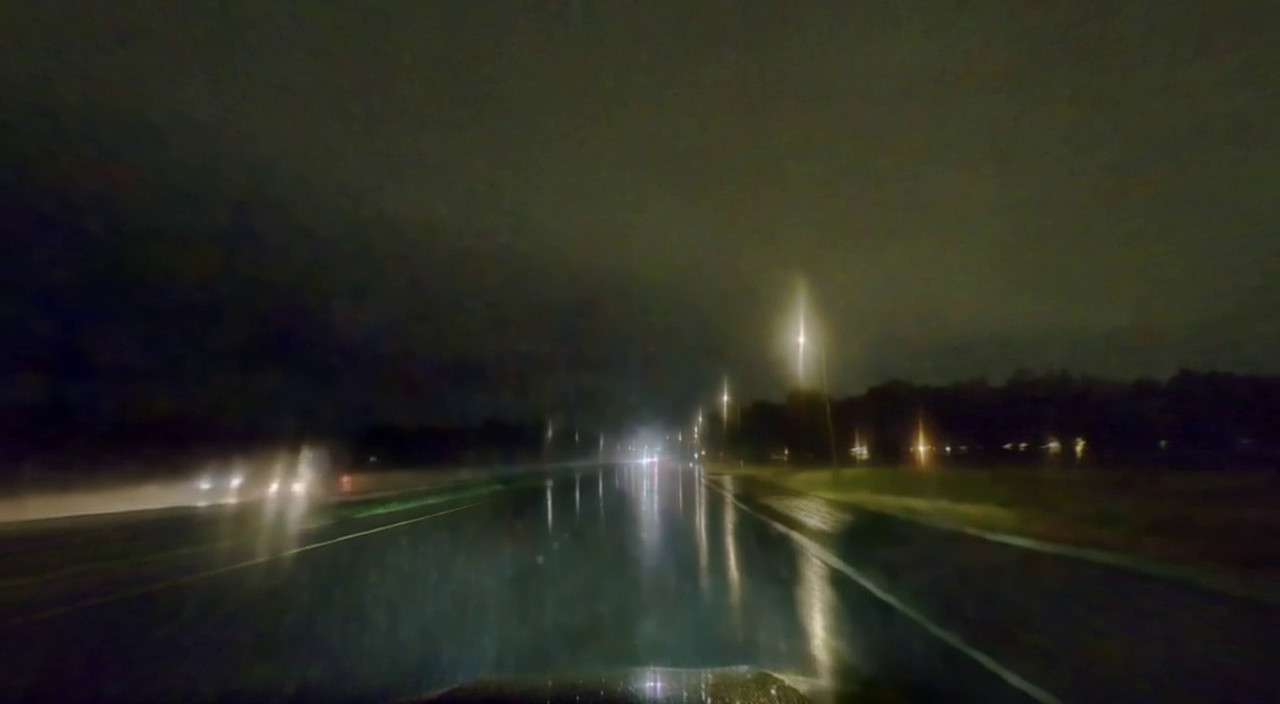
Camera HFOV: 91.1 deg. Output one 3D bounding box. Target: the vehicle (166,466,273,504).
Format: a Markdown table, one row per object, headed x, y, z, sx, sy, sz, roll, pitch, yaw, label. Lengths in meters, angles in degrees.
| x | y | z | sx | sy | sz | roll | pitch | yaw | label |
| --- | --- | --- | --- | --- | --- | --- | --- | --- | --- |
| -19.456 | 6.154 | 29.343 | 1.875 | 1.522 | 4.191 | -1 | -9 | 3 | vehicle |

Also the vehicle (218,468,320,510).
| x | y | z | sx | sy | sz | roll | pitch | yaw | label |
| --- | --- | --- | --- | --- | --- | --- | --- | --- | --- |
| -14.990 | 5.539 | 25.667 | 1.755 | 1.458 | 3.716 | -1 | -9 | 3 | vehicle |
